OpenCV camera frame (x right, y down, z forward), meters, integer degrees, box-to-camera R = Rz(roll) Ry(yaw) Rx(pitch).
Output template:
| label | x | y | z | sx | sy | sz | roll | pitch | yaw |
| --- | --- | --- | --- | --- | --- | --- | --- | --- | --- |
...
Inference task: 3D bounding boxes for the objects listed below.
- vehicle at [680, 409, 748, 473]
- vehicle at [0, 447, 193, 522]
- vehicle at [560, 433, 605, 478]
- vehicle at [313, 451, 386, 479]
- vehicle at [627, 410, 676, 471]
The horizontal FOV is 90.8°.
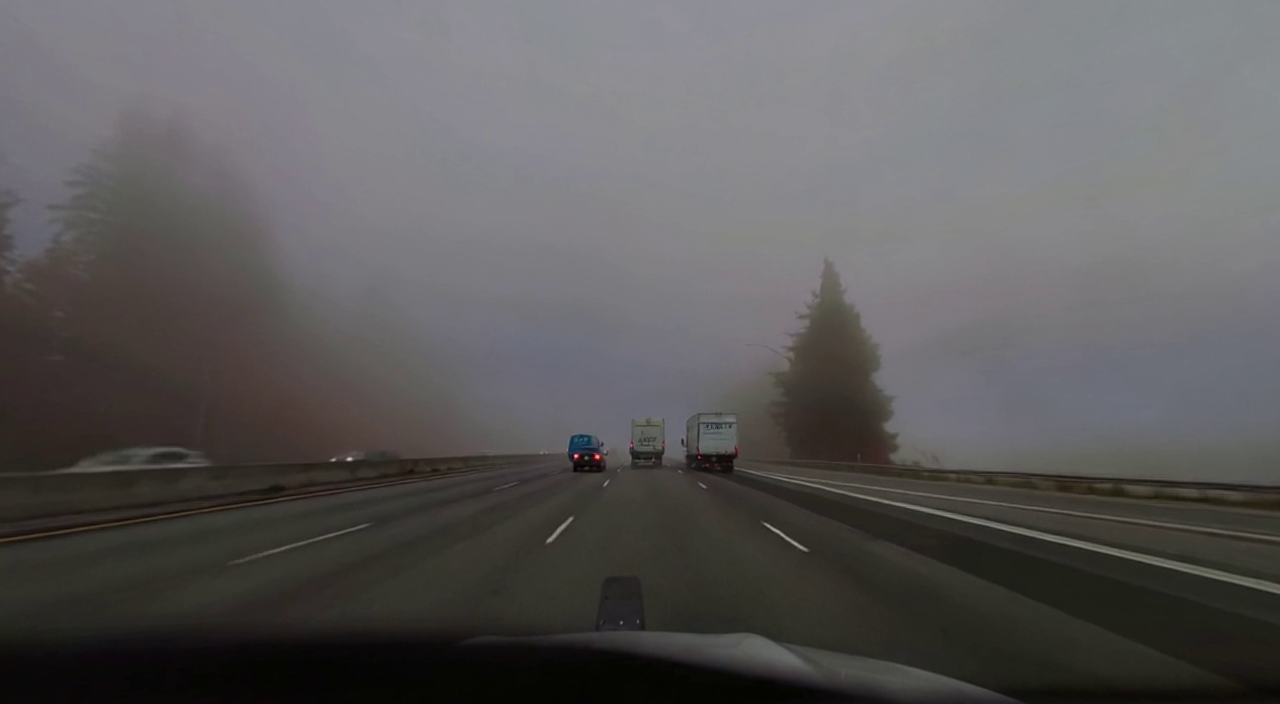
| label | x | y | z | sx | sy | sz | roll | pitch | yaw |
| --- | --- | --- | --- | --- | --- | --- | --- | --- | --- |
| vehicle | 5.184 | 6.808 | 47.626 | 3.319 | 4.075 | 14.516 | 0 | -9 | 0 |
| vehicle | -13.263 | 3.018 | 14.972 | 1.901 | 1.465 | 4.583 | 0 | -9 | 1 |
| vehicle | -2.975 | 5.462 | 33.428 | 2.033 | 2.234 | 3.490 | 0 | -9 | 0 |
| vehicle | -16.449 | 6.405 | 36.010 | 1.899 | 1.503 | 4.577 | 0 | -9 | 1 |
| vehicle | 0.745 | 6.724 | 47.296 | 3.201 | 4.019 | 10.918 | 0 | -9 | 0 |
